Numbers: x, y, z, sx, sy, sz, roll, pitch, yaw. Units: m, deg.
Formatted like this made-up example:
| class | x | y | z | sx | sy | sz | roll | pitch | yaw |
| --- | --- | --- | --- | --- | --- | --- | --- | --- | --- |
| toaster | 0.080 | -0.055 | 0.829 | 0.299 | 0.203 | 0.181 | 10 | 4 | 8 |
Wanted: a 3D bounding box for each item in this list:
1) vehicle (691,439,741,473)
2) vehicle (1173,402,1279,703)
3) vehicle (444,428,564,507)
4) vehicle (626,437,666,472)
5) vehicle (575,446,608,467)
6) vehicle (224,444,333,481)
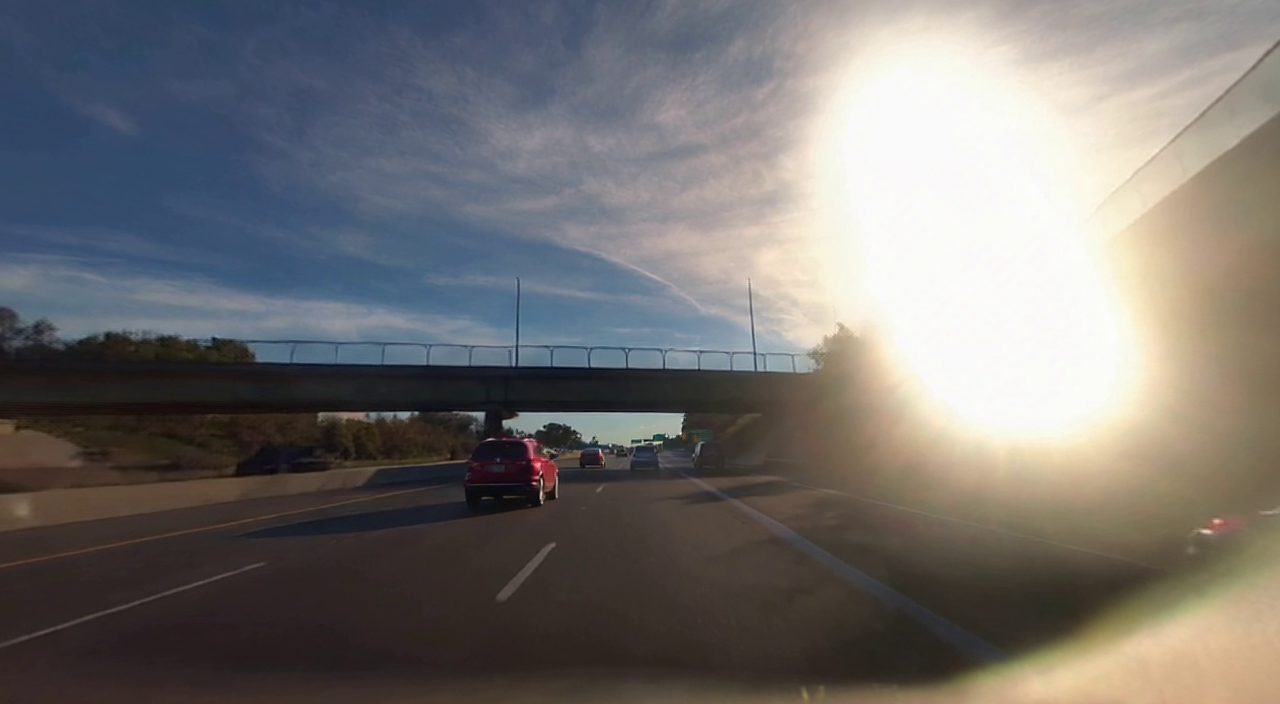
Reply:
| class | x | y | z | sx | sy | sz | roll | pitch | yaw |
| --- | --- | --- | --- | --- | --- | --- | --- | --- | --- |
| vehicle | 4.301 | 5.996 | 36.515 | 2.231 | 1.807 | 4.588 | 0 | -9 | -1 |
| vehicle | 4.123 | 0.827 | 1.734 | 1.959 | 1.554 | 3.795 | 0 | -9 | 1 |
| vehicle | -3.321 | 2.928 | 16.442 | 2.089 | 1.751 | 4.515 | 0 | -9 | 0 |
| vehicle | 0.312 | 5.948 | 36.808 | 2.155 | 1.909 | 4.529 | 0 | -9 | 0 |
| vehicle | -3.496 | 7.624 | 46.036 | 1.994 | 1.475 | 4.171 | 0 | -9 | 0 |
| vehicle | -19.090 | 5.831 | 33.679 | 2.259 | 1.785 | 5.582 | 0 | -9 | 3 |
